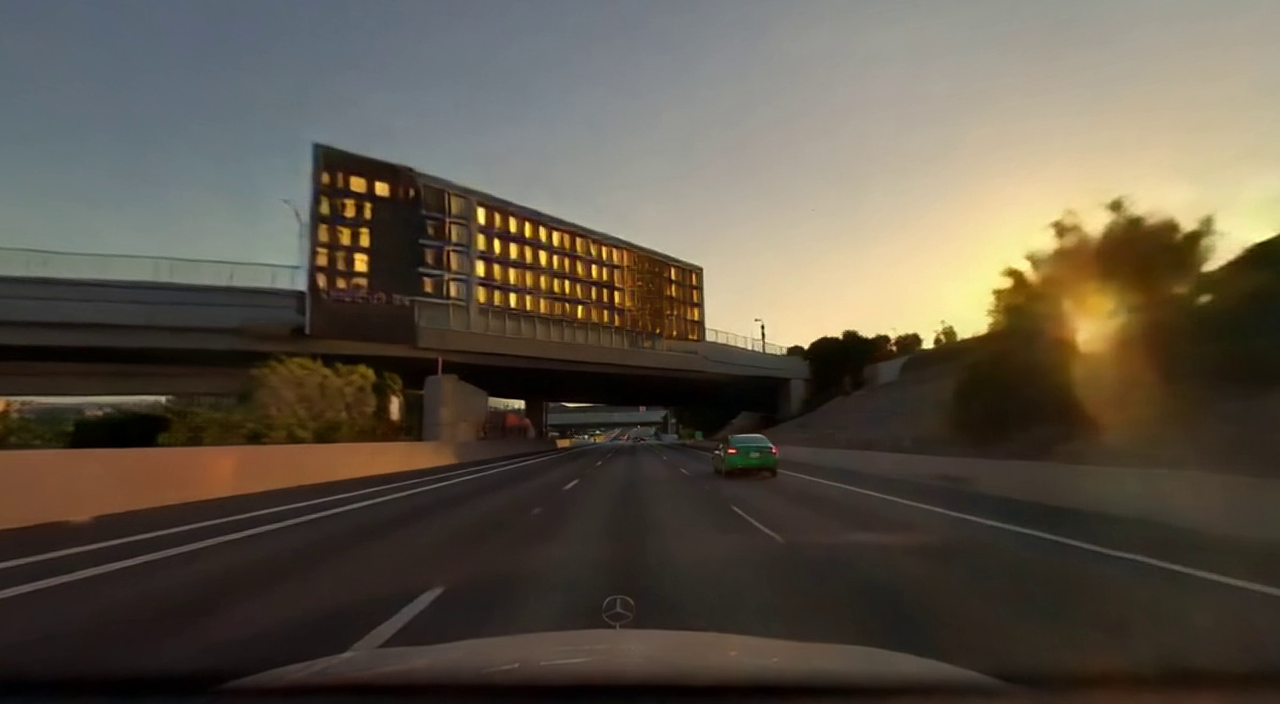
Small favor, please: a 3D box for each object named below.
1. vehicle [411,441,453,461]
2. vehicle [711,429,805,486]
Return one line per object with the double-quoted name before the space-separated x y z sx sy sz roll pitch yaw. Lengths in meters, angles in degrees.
"vehicle" -16.314 7.766 49.510 1.853 1.514 4.183 0 -8 0
"vehicle" 3.371 3.092 18.830 1.946 1.481 3.969 0 -8 -2
